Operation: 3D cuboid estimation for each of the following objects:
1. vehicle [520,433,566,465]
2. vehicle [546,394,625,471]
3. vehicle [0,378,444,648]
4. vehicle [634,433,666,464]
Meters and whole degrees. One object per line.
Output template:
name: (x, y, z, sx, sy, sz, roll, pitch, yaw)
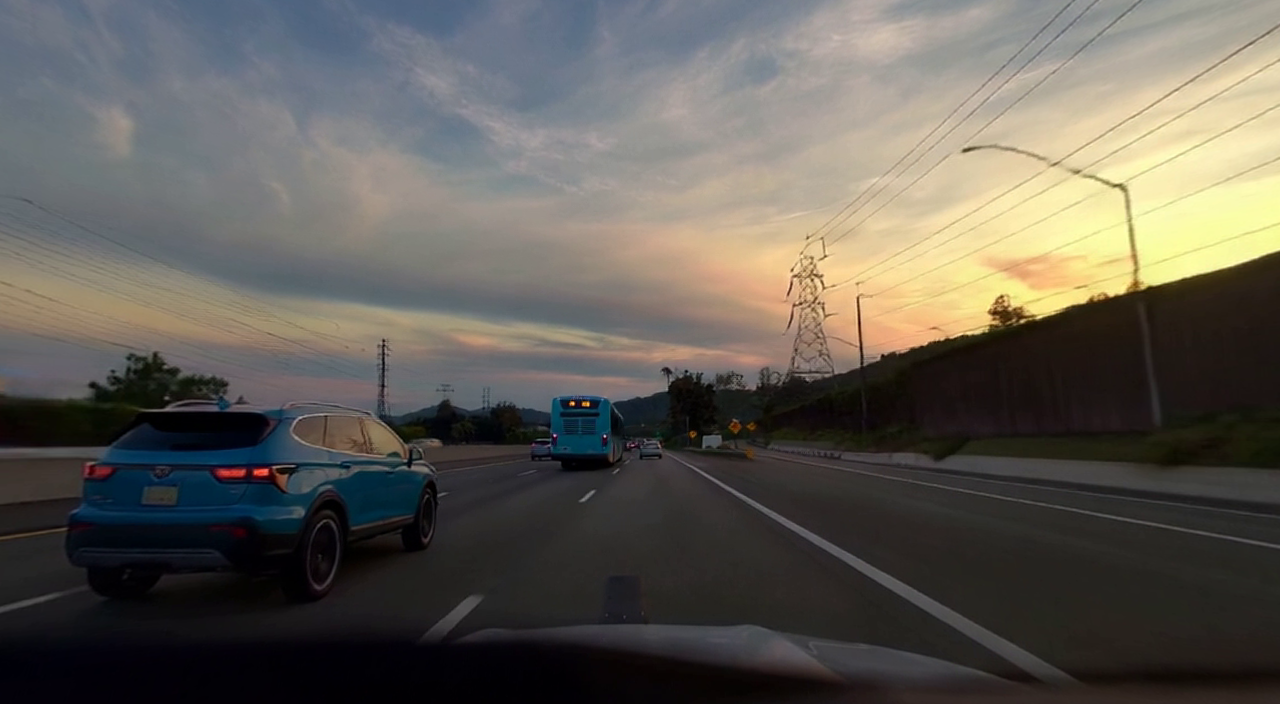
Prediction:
vehicle: (-6.777, 6.841, 44.657, 2.282, 2.116, 6.030, 0, -9, 0)
vehicle: (-2.772, 4.796, 36.485, 3.382, 3.712, 11.766, 1, -9, 1)
vehicle: (-3.666, 1.352, 6.251, 2.021, 1.730, 4.223, 0, -9, 1)
vehicle: (0.689, 6.748, 44.018, 2.083, 2.001, 4.782, 0, -9, 1)
